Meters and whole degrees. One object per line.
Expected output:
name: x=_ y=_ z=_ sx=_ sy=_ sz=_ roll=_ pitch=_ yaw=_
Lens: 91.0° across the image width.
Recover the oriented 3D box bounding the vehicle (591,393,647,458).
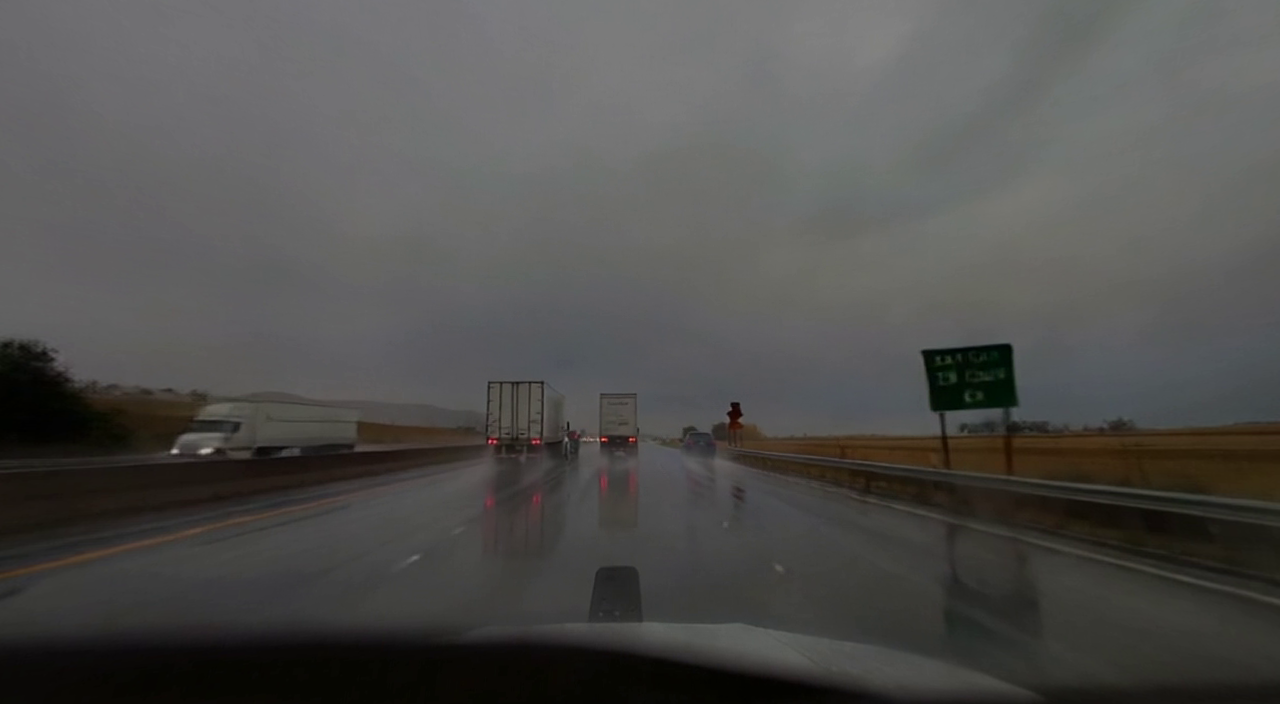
vehicle: x=-1.846 y=5.808 z=48.124 sx=3.475 sy=4.037 sz=17.454 roll=0 pitch=-8 yaw=-3

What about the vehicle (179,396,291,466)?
vehicle: x=-24.977 y=4.966 z=39.263 sx=2.978 sy=4.001 sz=5.854 roll=0 pitch=-8 yaw=-1

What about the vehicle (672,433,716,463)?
vehicle: x=2.815 y=5.098 z=33.575 sx=1.891 sy=1.477 sz=3.599 roll=0 pitch=-8 yaw=-3

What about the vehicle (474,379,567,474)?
vehicle: x=-4.701 y=3.167 z=26.279 sx=2.728 sy=3.405 sz=7.096 roll=0 pitch=-8 yaw=-2
